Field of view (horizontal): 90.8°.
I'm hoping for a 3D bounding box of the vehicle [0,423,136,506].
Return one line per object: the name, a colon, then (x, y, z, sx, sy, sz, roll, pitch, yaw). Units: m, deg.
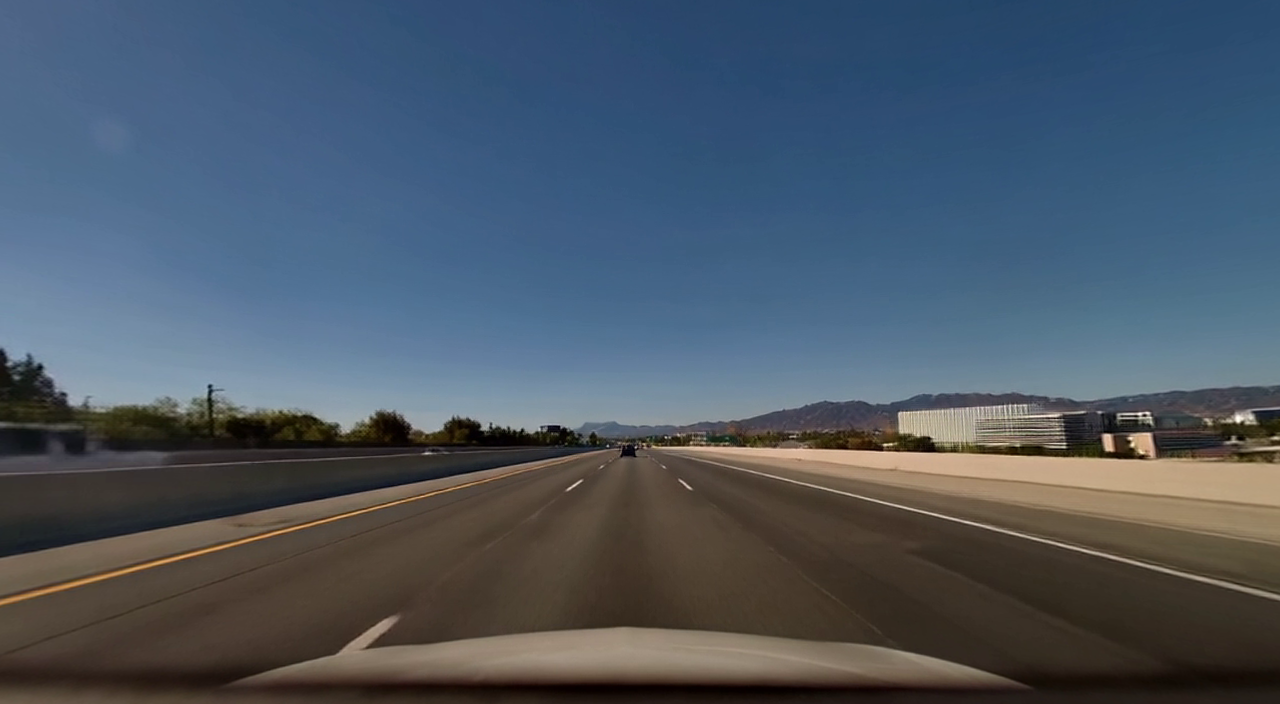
vehicle: (-15.476, 2.603, 14.659, 2.475, 1.824, 6.214, -1, -8, -1)
